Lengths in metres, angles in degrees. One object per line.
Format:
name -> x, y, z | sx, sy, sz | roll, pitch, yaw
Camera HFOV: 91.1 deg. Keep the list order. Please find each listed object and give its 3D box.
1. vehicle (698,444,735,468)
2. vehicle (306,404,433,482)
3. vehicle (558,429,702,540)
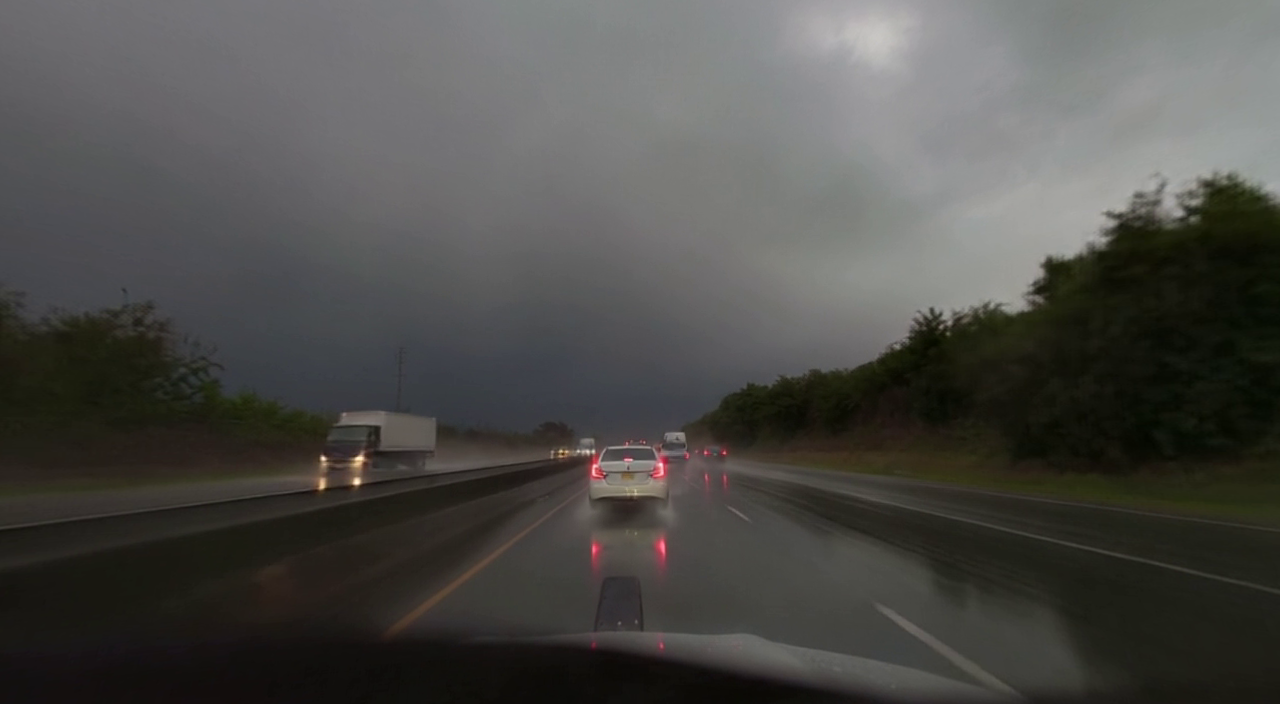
vehicle -> 4.931, 6.772, 41.081 | 1.931, 1.516, 3.995 | 0, -9, 0
vehicle -> -13.300, 4.656, 31.888 | 2.757, 3.414, 7.910 | -1, -9, 1
vehicle -> -0.165, 2.204, 11.016 | 2.088, 1.580, 3.657 | 0, -9, -1
